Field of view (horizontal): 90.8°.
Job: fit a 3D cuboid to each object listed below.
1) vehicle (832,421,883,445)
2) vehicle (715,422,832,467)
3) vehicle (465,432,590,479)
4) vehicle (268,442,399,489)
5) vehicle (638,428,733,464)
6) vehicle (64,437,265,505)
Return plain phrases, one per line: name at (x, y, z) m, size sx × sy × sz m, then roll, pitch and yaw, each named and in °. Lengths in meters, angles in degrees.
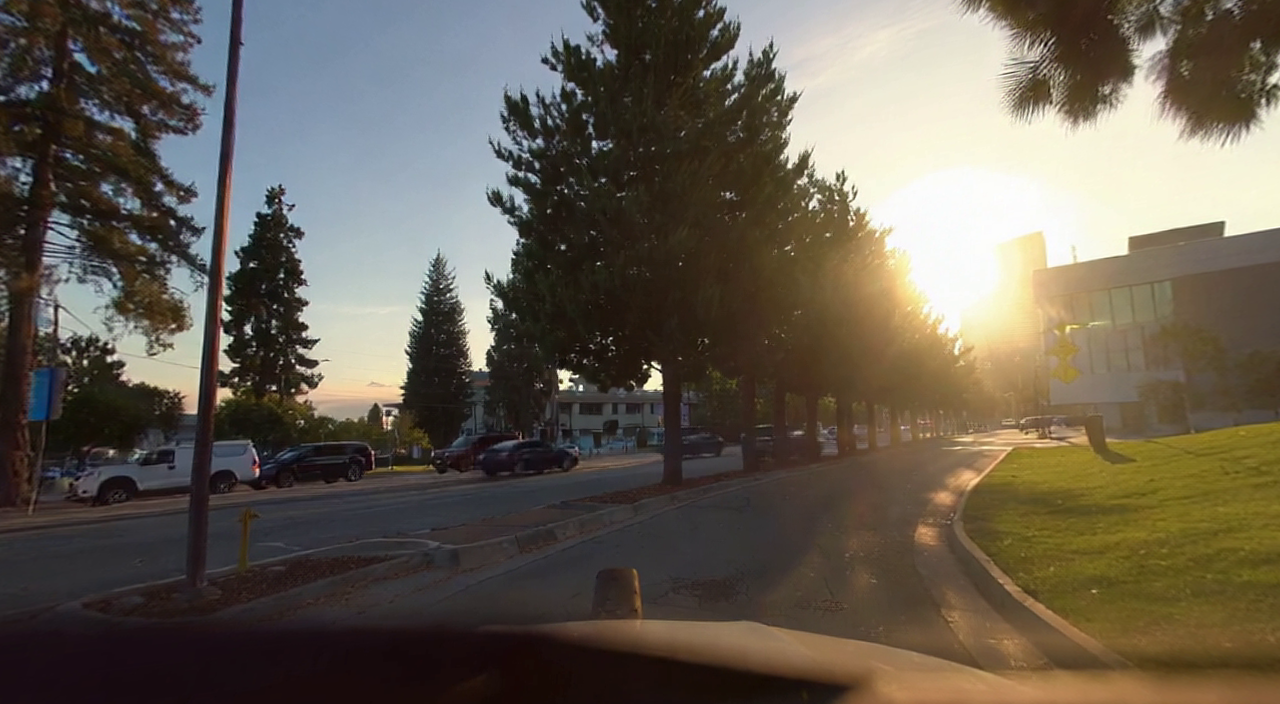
vehicle at (15.966, 5.927, 46.090) m, size 2.040 × 1.625 × 5.119 m, roll -5°, pitch -10°, yaw 36°
vehicle at (5.444, 3.727, 25.373) m, size 2.201 × 1.574 × 5.060 m, roll -11°, pitch -13°, yaw 42°
vehicle at (-4.866, 4.500, 27.845) m, size 2.313 × 1.688 × 5.015 m, roll -12°, pitch -12°, yaw 39°
vehicle at (-12.422, 4.568, 25.880) m, size 1.904 × 1.719 × 4.326 m, roll -6°, pitch -10°, yaw 37°
vehicle at (2.331, 4.679, 31.392) m, size 2.146 × 1.555 × 4.810 m, roll -12°, pitch -14°, yaw 41°
vehicle at (-15.771, 3.905, 21.268) m, size 2.294 × 2.000 × 4.788 m, roll -7°, pitch -10°, yaw 33°
